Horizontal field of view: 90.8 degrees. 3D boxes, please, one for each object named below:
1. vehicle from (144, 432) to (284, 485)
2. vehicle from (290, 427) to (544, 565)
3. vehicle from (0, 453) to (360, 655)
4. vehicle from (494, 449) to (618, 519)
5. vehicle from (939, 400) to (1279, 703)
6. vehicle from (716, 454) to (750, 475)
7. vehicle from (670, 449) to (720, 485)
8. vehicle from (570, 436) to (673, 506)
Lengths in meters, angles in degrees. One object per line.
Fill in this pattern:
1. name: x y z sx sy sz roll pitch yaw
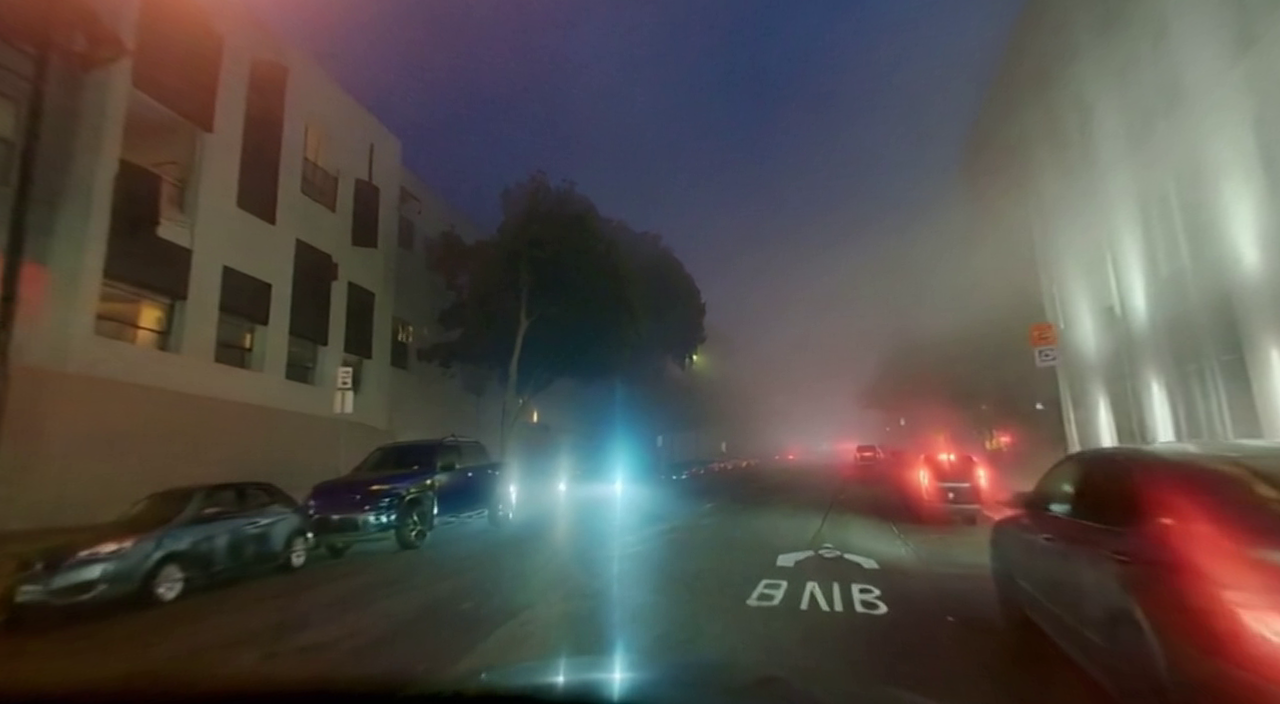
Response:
1. vehicle: -15.702 3.988 23.367 4.213 1.543 2.001 -7 -14 17
2. vehicle: -4.179 2.720 13.056 2.120 2.078 5.403 -6 -7 16
3. vehicle: -5.831 2.178 7.803 1.933 1.461 4.393 -7 -7 16
4. vehicle: -2.293 3.773 18.706 1.960 1.765 4.343 -3 -9 17
5. vehicle: 3.029 1.150 3.394 1.892 1.481 4.365 -2 -9 17
6. vehicle: 7.300 8.771 49.483 1.919 1.464 4.344 -3 -9 18
7. vehicle: 3.316 6.709 37.156 1.948 1.693 4.325 -5 -7 17
8. vehicle: -0.534 4.434 24.305 2.260 2.136 5.669 -6 -7 15
